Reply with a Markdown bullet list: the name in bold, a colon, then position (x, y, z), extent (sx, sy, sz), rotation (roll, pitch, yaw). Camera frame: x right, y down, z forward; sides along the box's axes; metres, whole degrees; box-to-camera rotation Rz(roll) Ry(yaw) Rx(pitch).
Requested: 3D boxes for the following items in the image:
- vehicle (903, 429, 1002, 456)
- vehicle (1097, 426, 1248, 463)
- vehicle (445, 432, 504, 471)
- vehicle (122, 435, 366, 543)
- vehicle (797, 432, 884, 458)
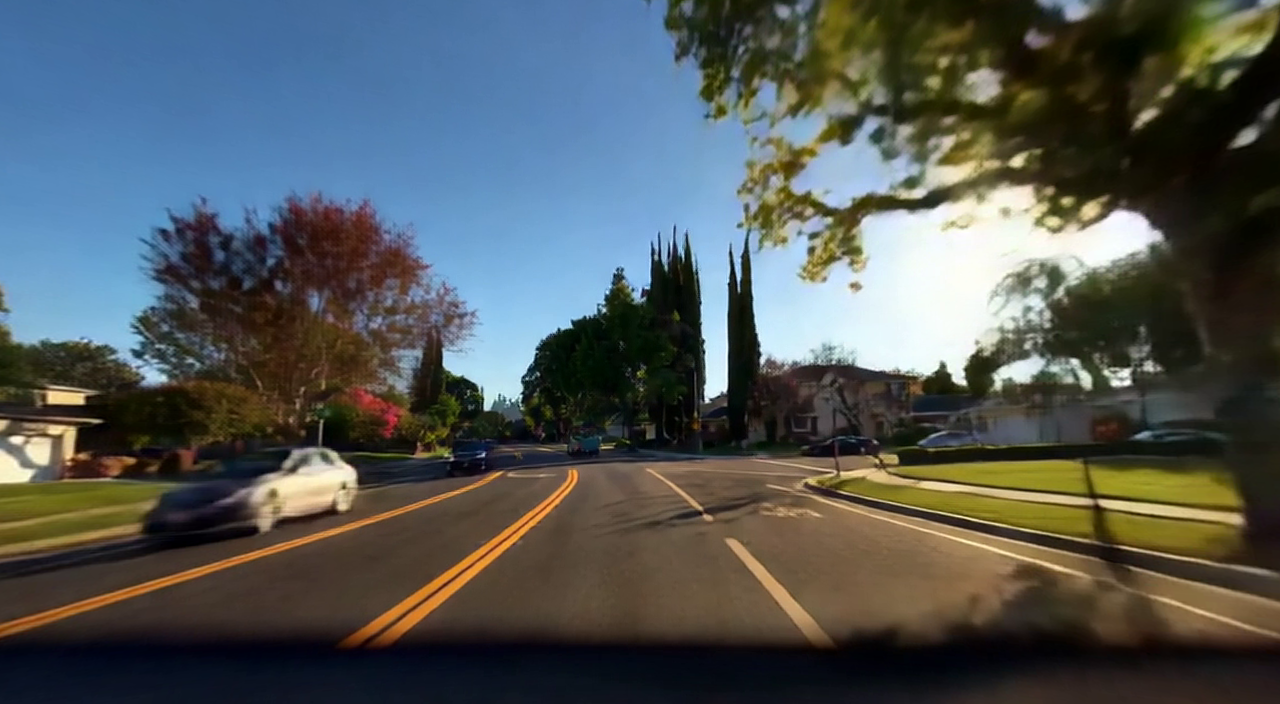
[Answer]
- **vehicle**: position (18.412, 5.355, 37.319), extent (4.795, 1.468, 1.945), rotation (-2, -8, 11)
- **vehicle**: position (23.250, 4.072, 27.722), extent (4.607, 1.481, 1.884), rotation (-2, -8, 12)
- **vehicle**: position (-7.954, 4.806, 30.629), extent (2.069, 1.740, 4.446), rotation (0, -8, -6)
- **vehicle**: position (-7.135, 2.446, 12.064), extent (1.910, 1.538, 4.478), rotation (-4, -8, -2)
- **vehicle**: position (12.157, 5.667, 38.417), extent (4.737, 1.447, 1.766), rotation (-2, -8, 7)
